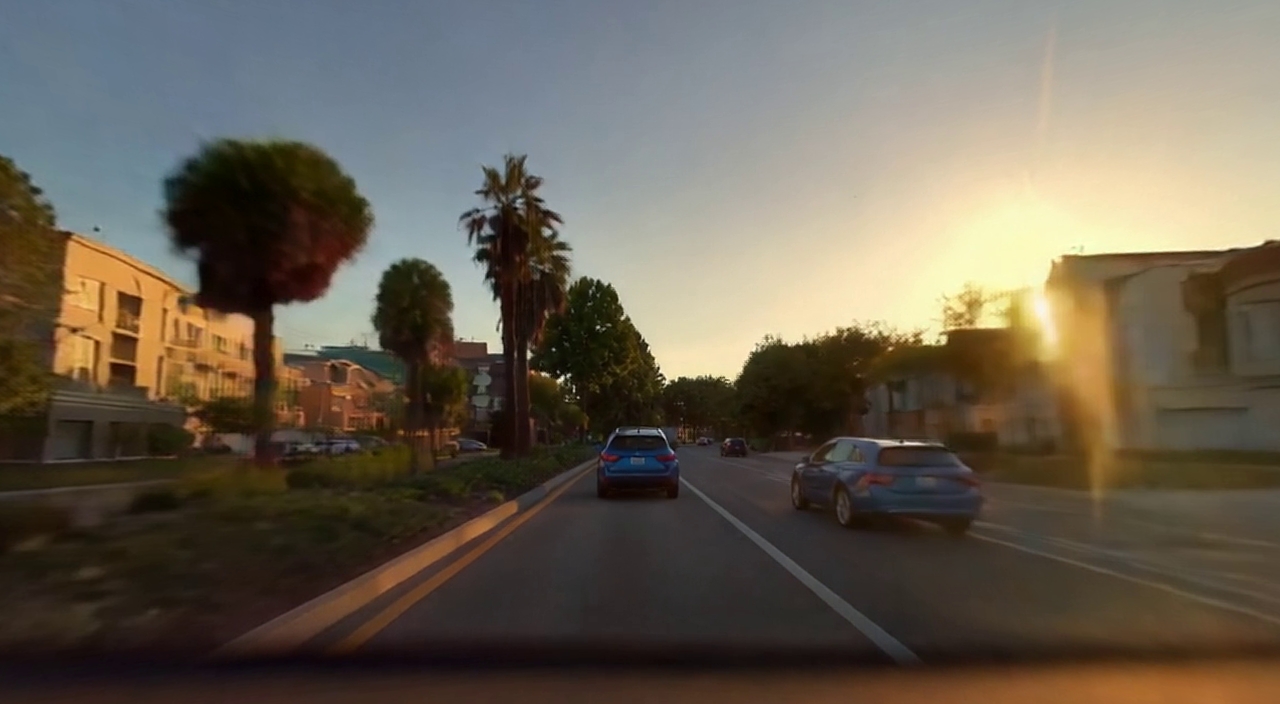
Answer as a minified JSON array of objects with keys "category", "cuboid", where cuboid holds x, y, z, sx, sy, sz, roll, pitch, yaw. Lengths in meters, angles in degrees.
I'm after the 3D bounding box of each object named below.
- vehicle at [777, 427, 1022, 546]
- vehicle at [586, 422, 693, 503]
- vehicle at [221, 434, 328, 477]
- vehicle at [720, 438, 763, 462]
[{"category":"vehicle","cuboid":[3.760,2.021,10.246,1.941,1.472,4.570,0,-8,-1]},{"category":"vehicle","cuboid":[-0.038,2.631,15.443,2.239,1.693,4.301,0,-8,-1]},{"category":"vehicle","cuboid":[-17.672,4.995,30.895,2.127,1.883,5.167,0,-7,0]},{"category":"vehicle","cuboid":[6.448,6.286,40.599,1.930,1.457,4.267,0,-8,-2]}]
